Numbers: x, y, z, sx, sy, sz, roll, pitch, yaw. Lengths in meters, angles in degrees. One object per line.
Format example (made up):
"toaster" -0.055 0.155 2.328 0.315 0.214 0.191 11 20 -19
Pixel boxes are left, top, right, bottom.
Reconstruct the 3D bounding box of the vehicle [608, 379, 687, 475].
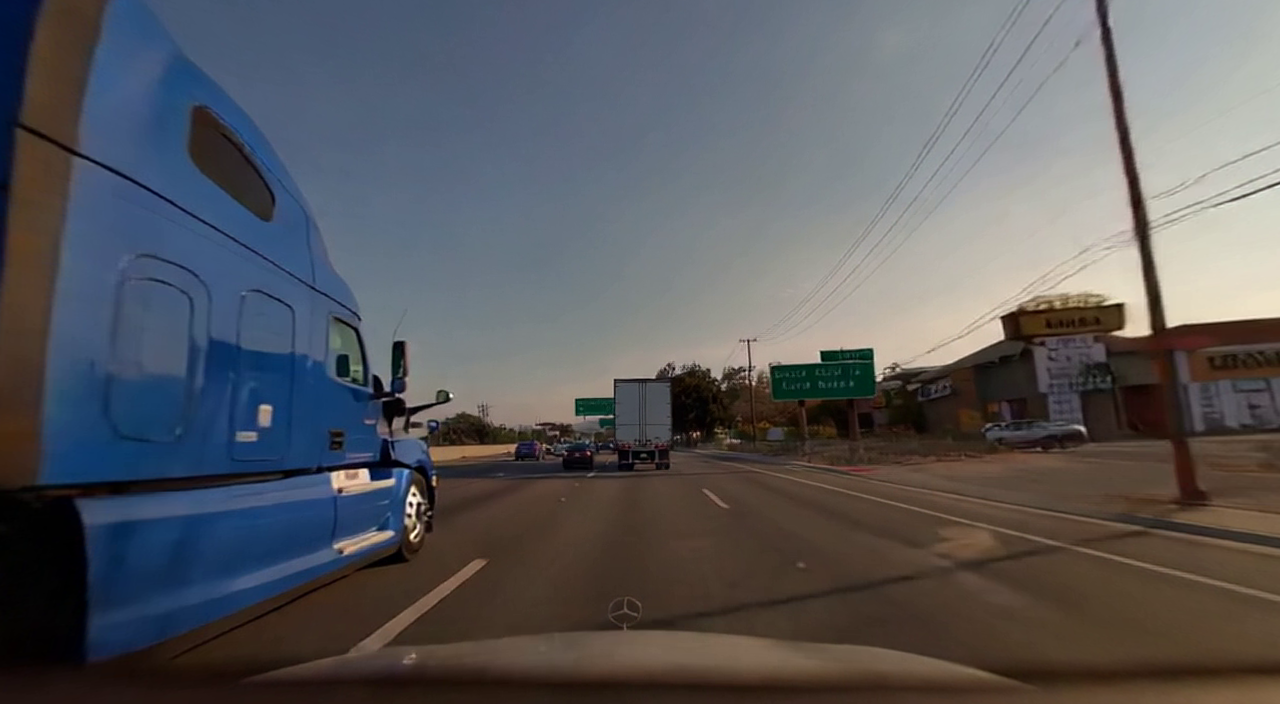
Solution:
"vehicle" 0.274 3.540 28.614 2.941 3.604 9.851 0 -9 0

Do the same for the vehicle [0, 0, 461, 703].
"vehicle" -3.991 0.105 3.994 3.061 3.891 8.658 0 -9 0

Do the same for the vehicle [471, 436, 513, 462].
"vehicle" -10.763 7.118 46.283 1.969 1.757 4.453 0 -9 1

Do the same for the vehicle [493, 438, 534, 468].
"vehicle" -7.100 5.693 35.612 1.736 1.580 2.778 0 -9 0

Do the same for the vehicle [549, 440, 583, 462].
"vehicle" -5.166 6.964 44.504 1.933 1.459 4.478 0 -9 -2
